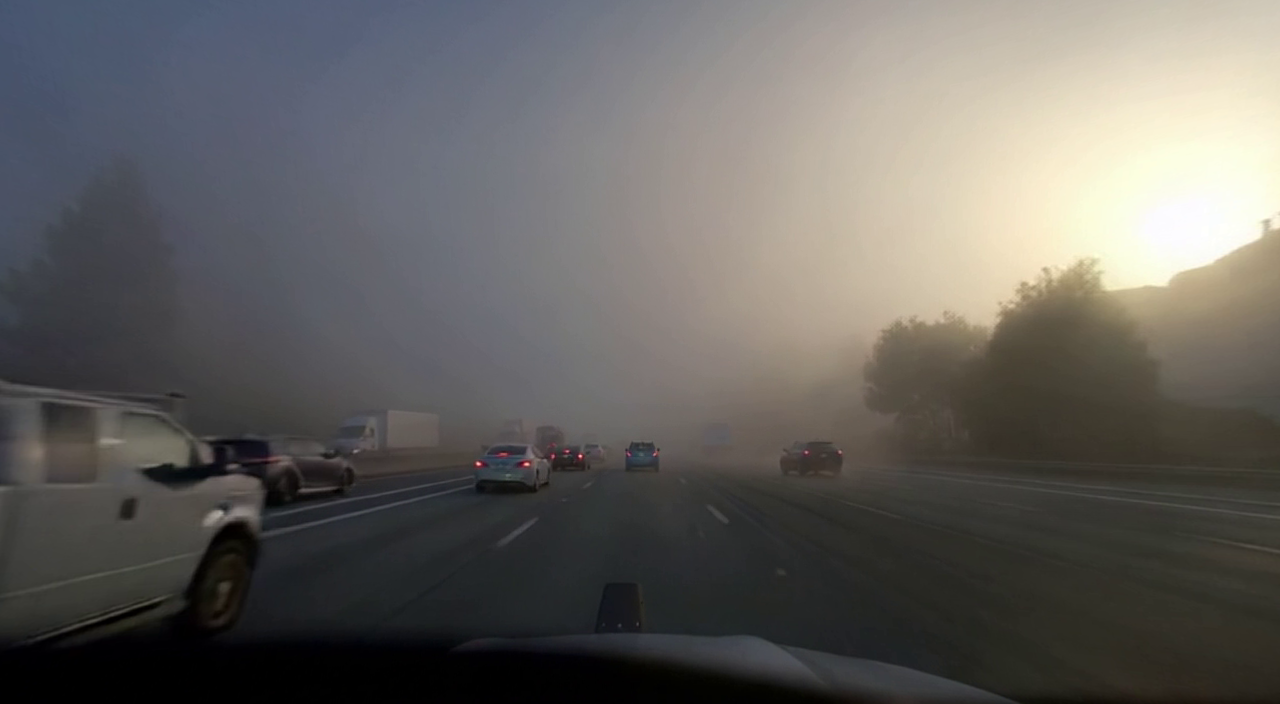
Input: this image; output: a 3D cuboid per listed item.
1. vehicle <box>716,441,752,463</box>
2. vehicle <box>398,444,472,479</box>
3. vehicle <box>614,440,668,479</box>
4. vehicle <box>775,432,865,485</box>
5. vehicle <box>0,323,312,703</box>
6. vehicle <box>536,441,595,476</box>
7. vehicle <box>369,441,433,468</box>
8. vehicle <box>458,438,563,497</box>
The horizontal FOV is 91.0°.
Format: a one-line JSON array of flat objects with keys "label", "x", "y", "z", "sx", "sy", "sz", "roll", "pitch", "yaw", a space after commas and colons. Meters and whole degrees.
[{"label": "vehicle", "x": 6.611, "y": 7.078, "z": 44.507, "sx": 1.895, "sy": 1.488, "sz": 4.254, "roll": 0, "pitch": -9, "yaw": 0}, {"label": "vehicle", "x": -9.091, "y": 4.876, "z": 28.246, "sx": 1.827, "sy": 1.472, "sz": 3.962, "roll": 0, "pitch": -9, "yaw": 2}, {"label": "vehicle", "x": 0.040, "y": 4.394, "z": 25.958, "sx": 2.053, "sy": 1.461, "sz": 3.941, "roll": 0, "pitch": -9, "yaw": 0}, {"label": "vehicle", "x": 6.472, "y": 3.877, "z": 23.225, "sx": 1.992, "sy": 1.745, "sz": 4.329, "roll": 0, "pitch": -9, "yaw": -1}, {"label": "vehicle", "x": -3.571, "y": 0.769, "z": 2.568, "sx": 2.012, "sy": 1.734, "sz": 4.510, "roll": 0, "pitch": -9, "yaw": 0}, {"label": "vehicle", "x": -3.381, "y": 4.931, "z": 29.403, "sx": 2.098, "sy": 1.463, "sz": 4.578, "roll": 0, "pitch": -9, "yaw": 1}, {"label": "vehicle", "x": -15.271, "y": 6.609, "z": 40.558, "sx": 2.021, "sy": 1.607, "sz": 4.979, "roll": 0, "pitch": -9, "yaw": 2}, {"label": "vehicle", "x": -3.534, "y": 3.242, "z": 18.036, "sx": 2.025, "sy": 1.449, "sz": 4.190, "roll": 0, "pitch": -9, "yaw": 1}]
